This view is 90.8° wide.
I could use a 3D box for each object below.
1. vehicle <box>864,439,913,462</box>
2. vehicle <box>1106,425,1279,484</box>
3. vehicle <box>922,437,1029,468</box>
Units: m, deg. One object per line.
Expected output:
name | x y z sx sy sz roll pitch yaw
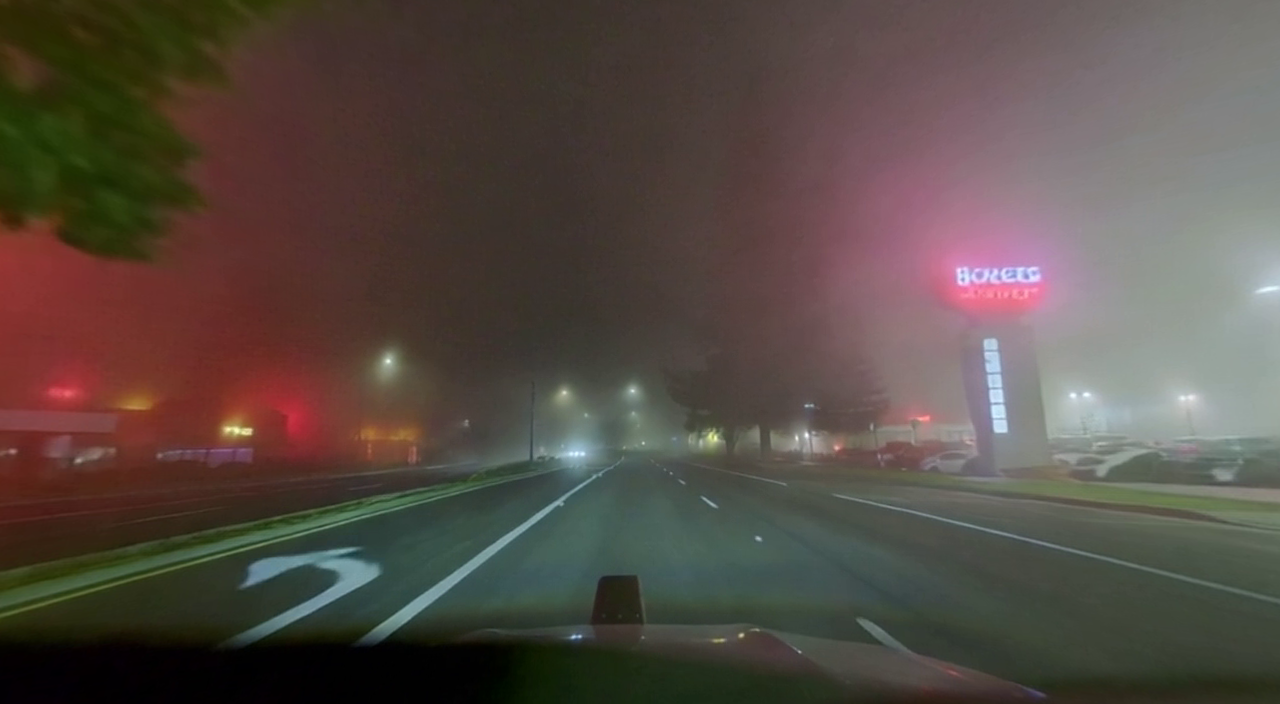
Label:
vehicle | 18.845 7.517 48.102 1.886 1.670 4.562 0 -9 1
vehicle | 17.917 3.196 19.820 4.935 1.753 1.958 0 -9 1
vehicle | 17.018 5.125 32.223 4.324 1.536 1.947 0 -9 -1
